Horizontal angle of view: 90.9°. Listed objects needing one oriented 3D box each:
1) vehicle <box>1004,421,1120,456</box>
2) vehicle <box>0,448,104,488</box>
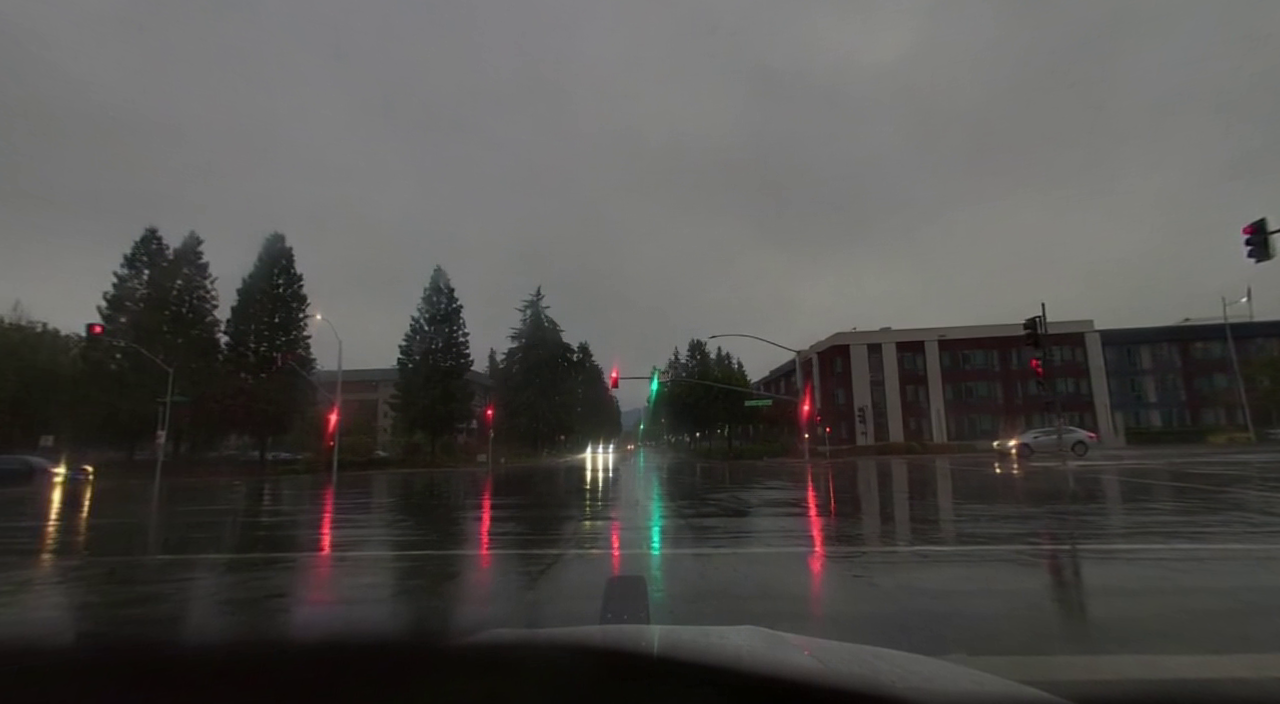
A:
[{"bbox_3d":[21.516,4.433,32.261,4.483,1.691,1.949,0,-8,1],"label":"vehicle"},{"bbox_3d":[-25.227,4.766,26.085,4.332,1.573,1.900,0,-8,3],"label":"vehicle"}]
